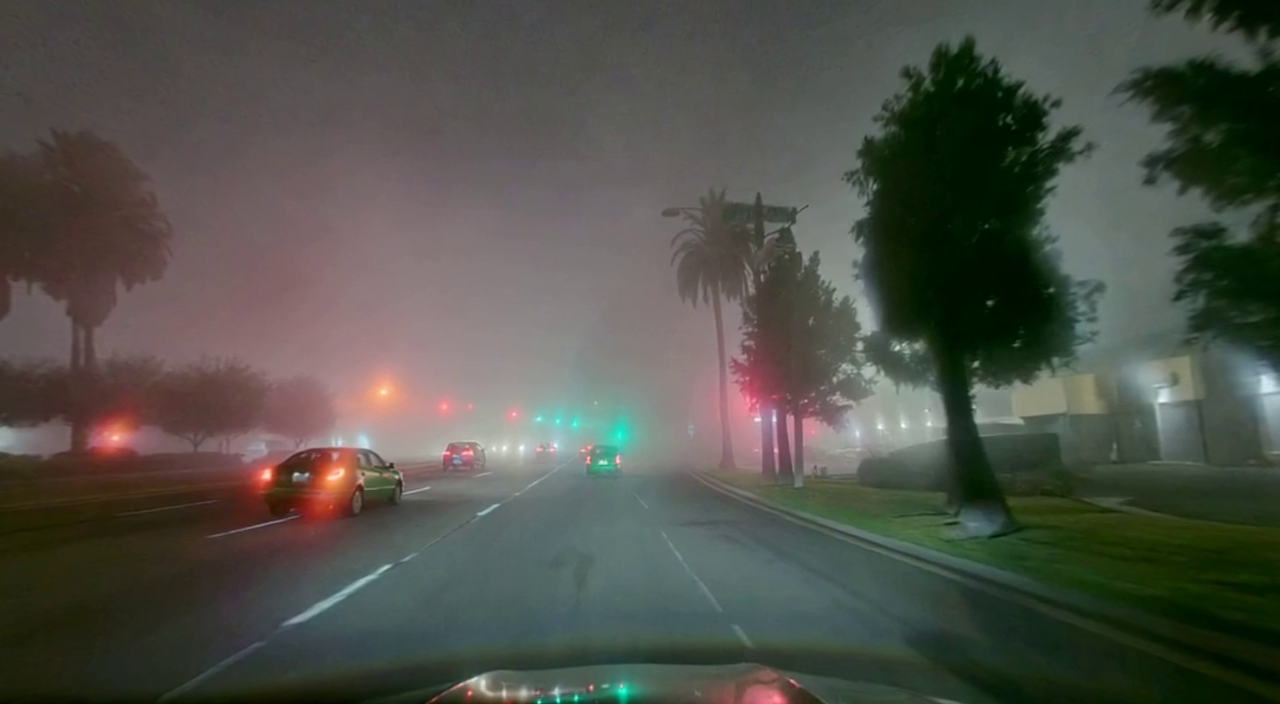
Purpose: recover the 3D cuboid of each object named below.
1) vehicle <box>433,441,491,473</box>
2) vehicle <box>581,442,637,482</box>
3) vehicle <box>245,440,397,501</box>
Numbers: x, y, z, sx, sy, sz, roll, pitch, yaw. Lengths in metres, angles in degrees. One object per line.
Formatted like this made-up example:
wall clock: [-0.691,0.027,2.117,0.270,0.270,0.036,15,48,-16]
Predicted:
vehicle: [-9.921,5.863,35.590,2.108,1.669,5.076,1,-9,-4]
vehicle: [-1.202,4.593,26.685,2.070,1.493,4.570,0,-9,1]
vehicle: [-8.585,3.211,17.558,1.958,1.455,4.504,0,-9,-1]
